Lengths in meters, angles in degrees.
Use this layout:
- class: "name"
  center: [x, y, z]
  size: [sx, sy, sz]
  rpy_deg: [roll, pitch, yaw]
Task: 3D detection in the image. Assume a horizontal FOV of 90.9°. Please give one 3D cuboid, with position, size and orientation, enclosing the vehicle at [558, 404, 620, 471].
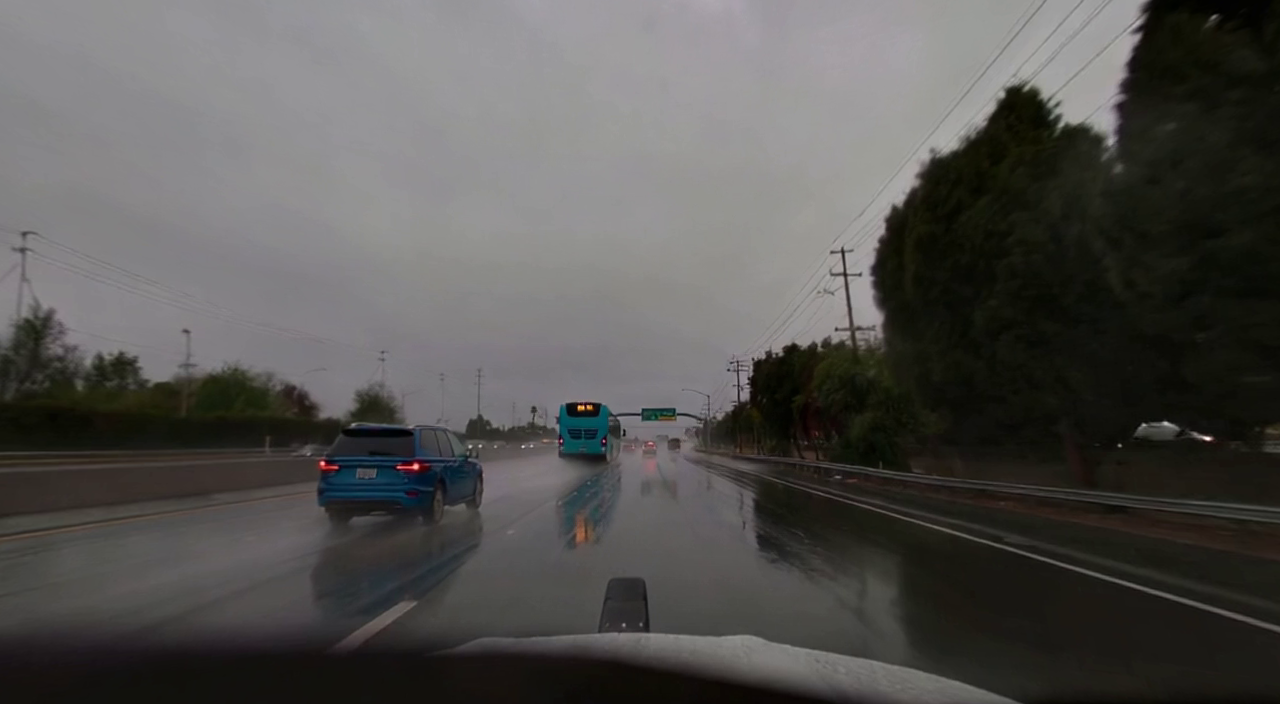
- class: "vehicle"
  center: [-3.060, 5.631, 41.088]
  size: [2.964, 3.735, 11.465]
  rpy_deg: [0, -8, 1]

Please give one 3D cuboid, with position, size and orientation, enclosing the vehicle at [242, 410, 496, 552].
- class: "vehicle"
  center: [-3.839, 1.911, 9.952]
  size: [2.021, 1.730, 4.223]
  rpy_deg: [0, -9, 1]
